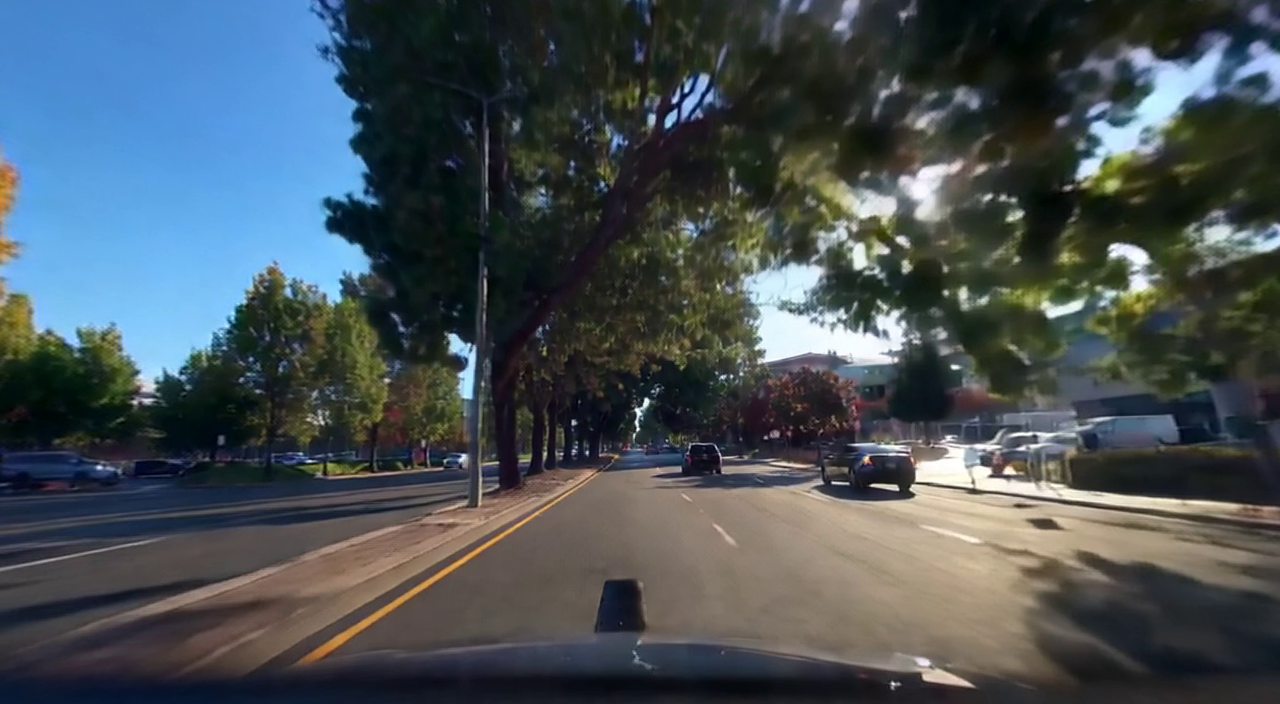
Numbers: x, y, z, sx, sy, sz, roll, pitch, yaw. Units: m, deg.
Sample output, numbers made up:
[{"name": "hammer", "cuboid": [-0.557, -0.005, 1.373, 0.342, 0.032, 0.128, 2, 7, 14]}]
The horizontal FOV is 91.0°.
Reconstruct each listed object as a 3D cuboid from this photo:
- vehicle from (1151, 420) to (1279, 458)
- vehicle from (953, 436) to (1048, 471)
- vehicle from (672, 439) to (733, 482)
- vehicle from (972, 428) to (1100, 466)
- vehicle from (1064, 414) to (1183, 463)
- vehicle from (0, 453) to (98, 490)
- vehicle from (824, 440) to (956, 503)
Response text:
[{"name": "vehicle", "cuboid": [33.390, 5.137, 36.751, 2.307, 2.019, 5.604, 0, -9, -1]}, {"name": "vehicle", "cuboid": [18.687, 5.272, 32.759, 3.719, 1.537, 1.807, -3, -9, -1]}, {"name": "vehicle", "cuboid": [2.618, 4.696, 27.455, 2.161, 1.676, 4.151, 0, -9, -1]}, {"name": "vehicle", "cuboid": [22.823, 5.536, 36.818, 2.858, 2.005, 6.831, 0, -8, -2]}, {"name": "vehicle", "cuboid": [28.185, 5.135, 37.067, 2.438, 2.602, 5.677, 0, -9, 0]}, {"name": "vehicle", "cuboid": [-33.691, 6.612, 35.213, 1.999, 1.834, 4.697, -1, -9, 9]}, {"name": "vehicle", "cuboid": [6.788, 3.268, 17.653, 1.886, 1.528, 4.169, 0, -9, -1]}]
